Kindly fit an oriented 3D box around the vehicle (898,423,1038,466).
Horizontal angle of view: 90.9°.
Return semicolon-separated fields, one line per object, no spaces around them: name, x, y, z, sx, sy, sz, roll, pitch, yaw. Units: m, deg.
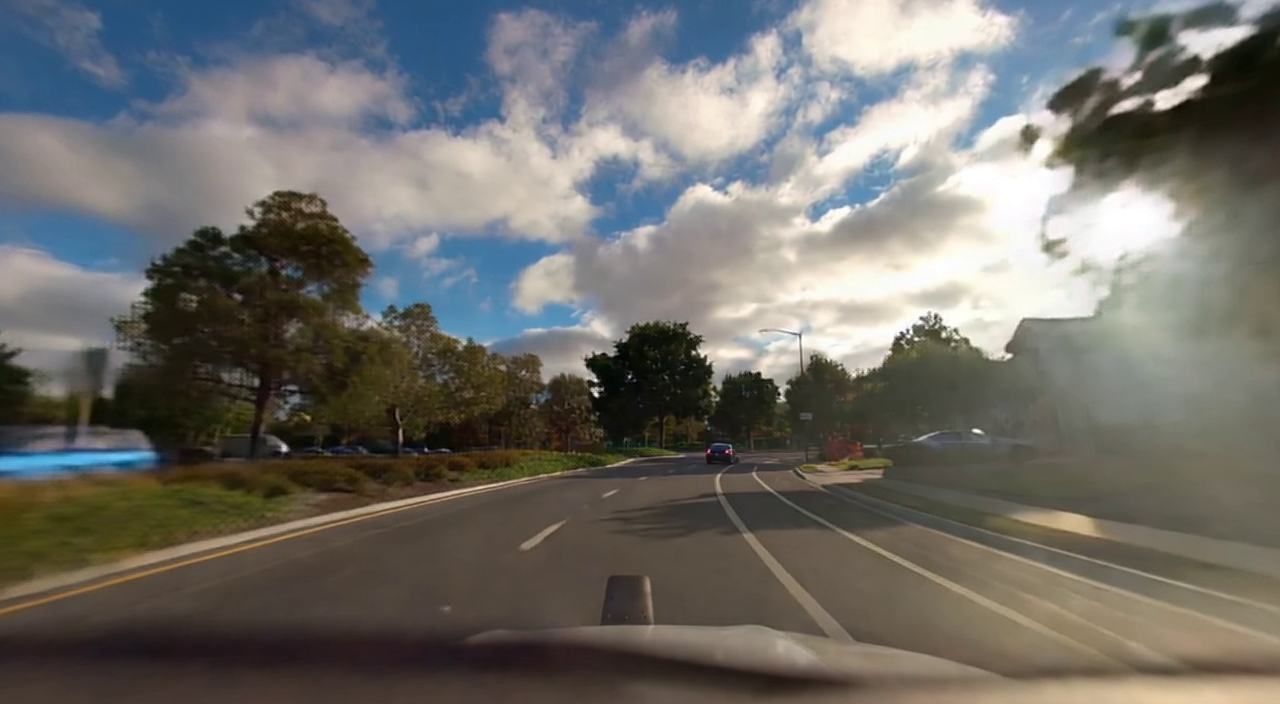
vehicle;14.435;4.143;28.086;4.999;1.791;2.177;-2;-9;12

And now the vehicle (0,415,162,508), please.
vehicle;-12.919;2.259;13.191;2.071;1.728;4.514;0;-8;4

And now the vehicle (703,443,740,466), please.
vehicle;5.601;6.922;42.902;2.050;1.456;4.003;-2;-9;14
